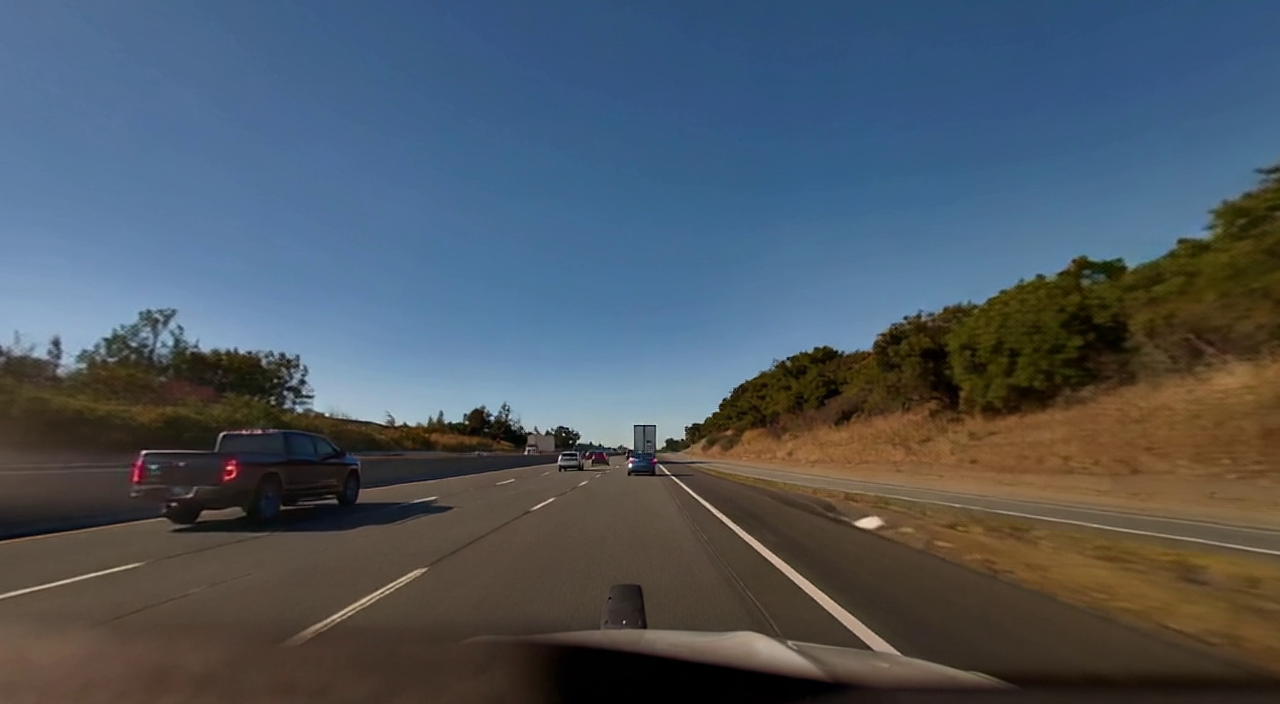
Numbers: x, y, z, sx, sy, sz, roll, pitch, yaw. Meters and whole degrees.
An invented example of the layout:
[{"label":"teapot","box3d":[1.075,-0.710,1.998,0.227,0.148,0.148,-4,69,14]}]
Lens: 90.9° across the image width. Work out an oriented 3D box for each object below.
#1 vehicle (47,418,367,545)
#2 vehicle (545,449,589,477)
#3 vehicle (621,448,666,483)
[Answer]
[{"label":"vehicle","box3d":[-7.599,2.337,12.084,2.316,1.875,5.337,0,-9,0]},{"label":"vehicle","box3d":[-4.182,6.403,36.636,2.018,1.504,4.431,0,-9,0]},{"label":"vehicle","box3d":[0.121,5.252,29.371,1.991,1.507,3.391,0,-9,-1]}]
